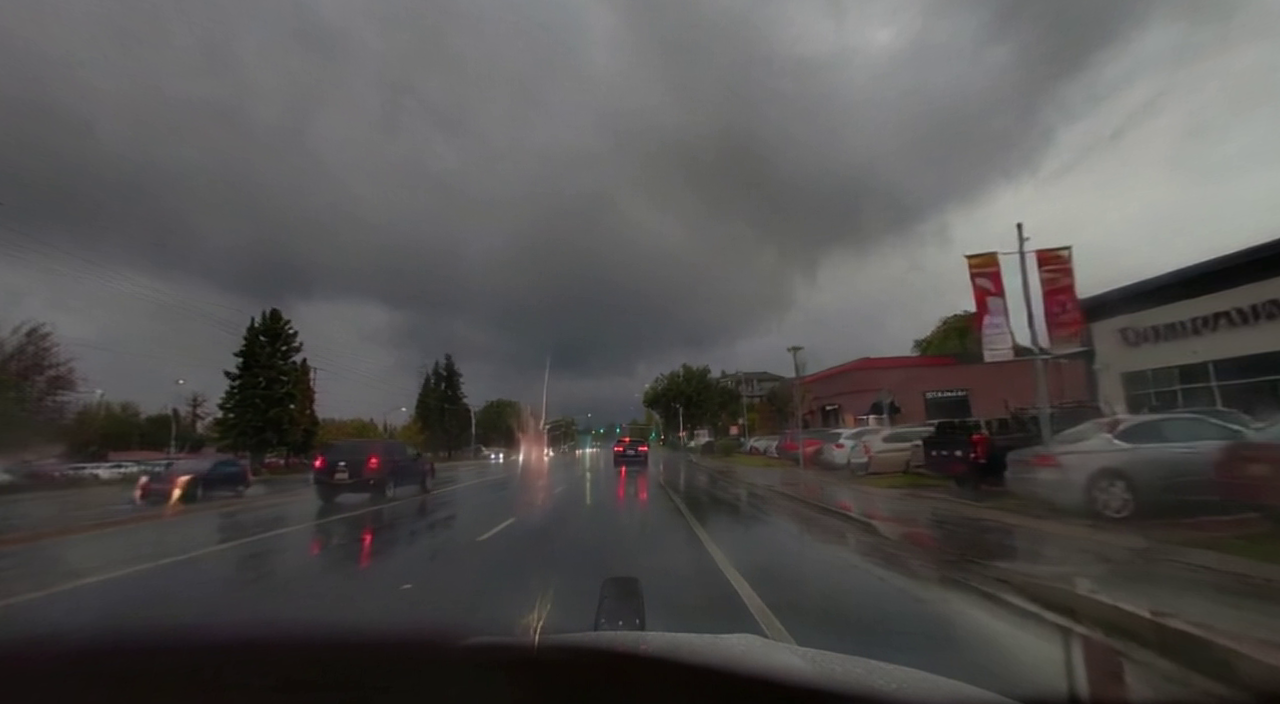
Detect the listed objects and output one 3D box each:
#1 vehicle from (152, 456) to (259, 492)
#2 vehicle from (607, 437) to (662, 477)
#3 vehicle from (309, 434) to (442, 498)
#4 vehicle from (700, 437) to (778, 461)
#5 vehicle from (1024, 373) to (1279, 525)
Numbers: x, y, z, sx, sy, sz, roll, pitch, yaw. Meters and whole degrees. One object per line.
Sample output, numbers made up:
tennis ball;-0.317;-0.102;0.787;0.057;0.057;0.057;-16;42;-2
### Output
vehicle;-20.256;5.677;29.701;1.963;1.456;4.339;0;-9;0
vehicle;-0.255;4.205;25.509;2.061;1.469;3.954;0;-8;-2
vehicle;-7.714;3.360;19.039;2.038;1.649;4.665;0;-8;-1
vehicle;6.416;6.336;41.191;4.619;1.523;1.873;1;-8;-7
vehicle;8.918;1.179;8.786;5.463;1.722;2.341;-7;-9;13
